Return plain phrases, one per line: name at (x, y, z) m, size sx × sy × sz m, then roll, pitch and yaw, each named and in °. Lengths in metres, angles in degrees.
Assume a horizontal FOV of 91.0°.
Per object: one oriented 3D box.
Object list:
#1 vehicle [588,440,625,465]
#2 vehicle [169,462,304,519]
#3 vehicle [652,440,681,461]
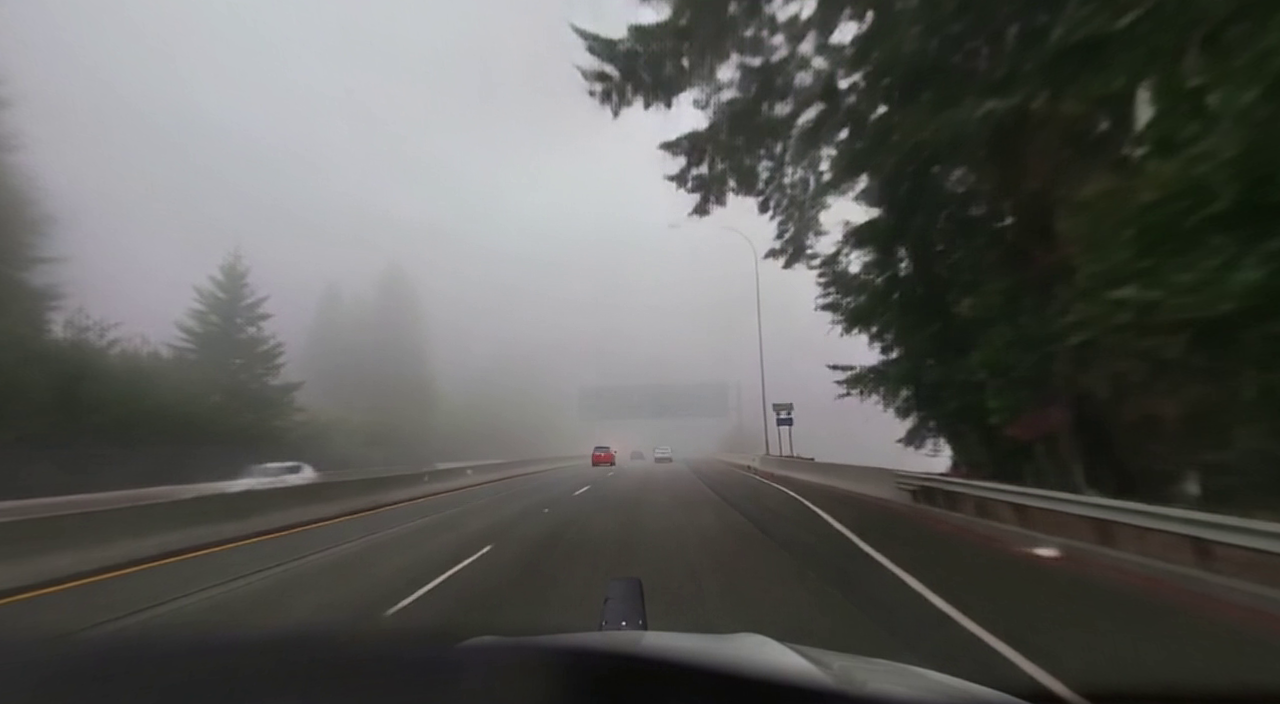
vehicle at (-2.137, 6.585, 41.500) m, size 1.985 × 1.518 × 3.847 m, roll -1°, pitch -8°, yaw 4°
vehicle at (-14.173, 4.833, 22.454) m, size 1.870 × 1.674 × 4.218 m, roll 0°, pitch -8°, yaw 2°
vehicle at (1.971, 7.334, 46.994) m, size 2.077 × 1.533 × 3.854 m, roll -1°, pitch -8°, yaw 3°
